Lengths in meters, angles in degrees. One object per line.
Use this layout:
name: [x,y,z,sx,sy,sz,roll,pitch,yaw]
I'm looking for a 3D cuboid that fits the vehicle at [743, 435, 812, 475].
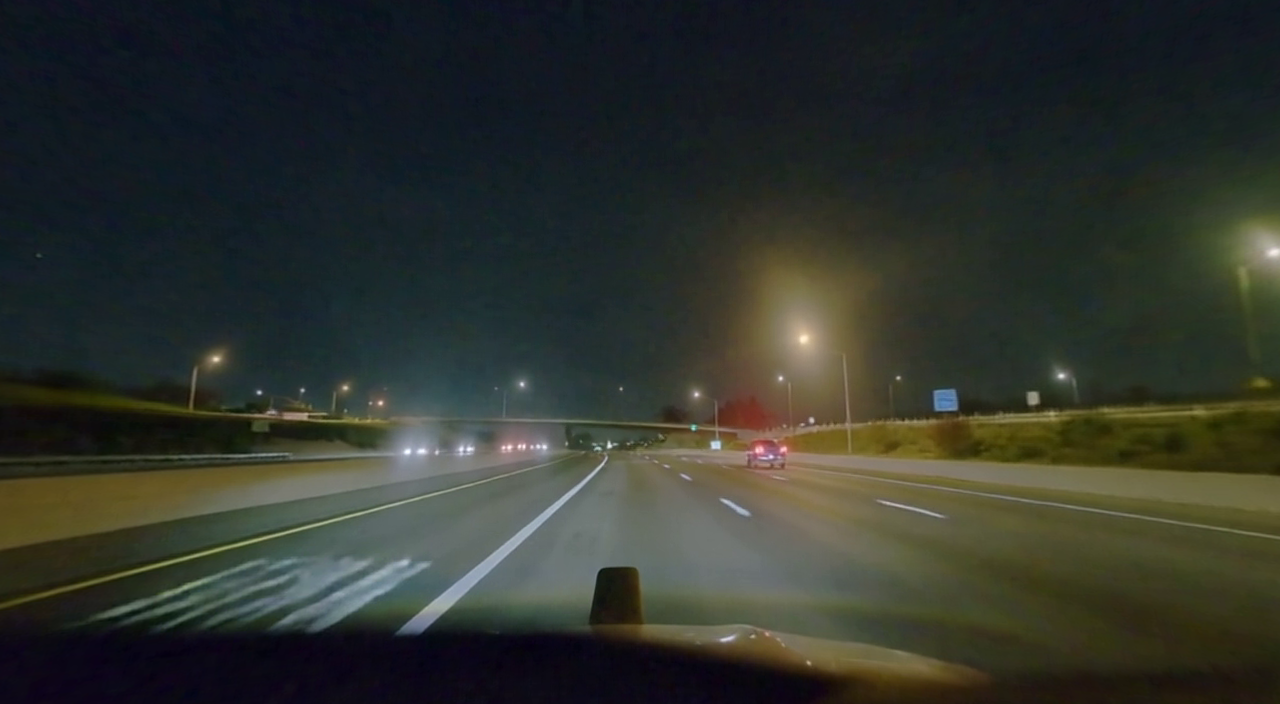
vehicle: [6.362,4.827,29.798,2.104,1.723,4.538,0,-9,-2]
